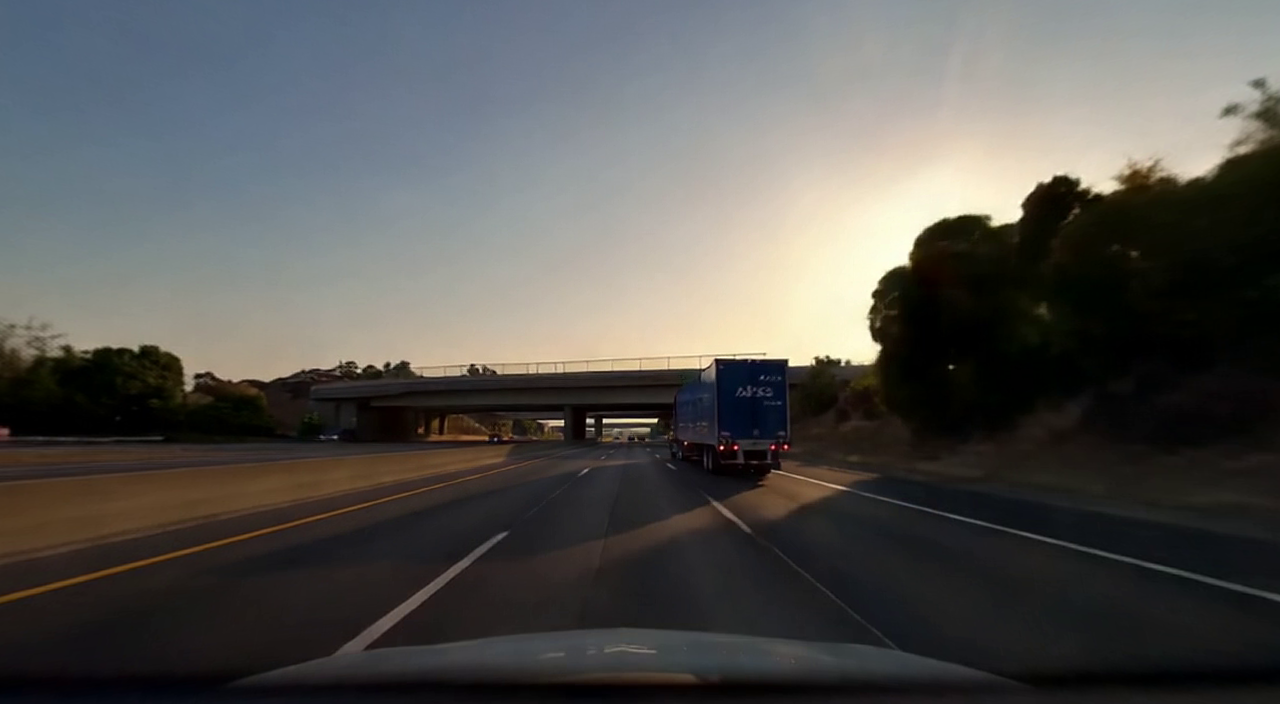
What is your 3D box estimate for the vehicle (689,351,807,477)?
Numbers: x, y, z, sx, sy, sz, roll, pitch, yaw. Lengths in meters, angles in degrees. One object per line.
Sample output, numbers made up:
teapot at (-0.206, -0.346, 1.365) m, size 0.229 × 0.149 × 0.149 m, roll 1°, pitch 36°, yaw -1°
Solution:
vehicle at (3.762, 2.545, 24.490) m, size 2.880 × 3.986 × 9.103 m, roll 0°, pitch -8°, yaw 0°
